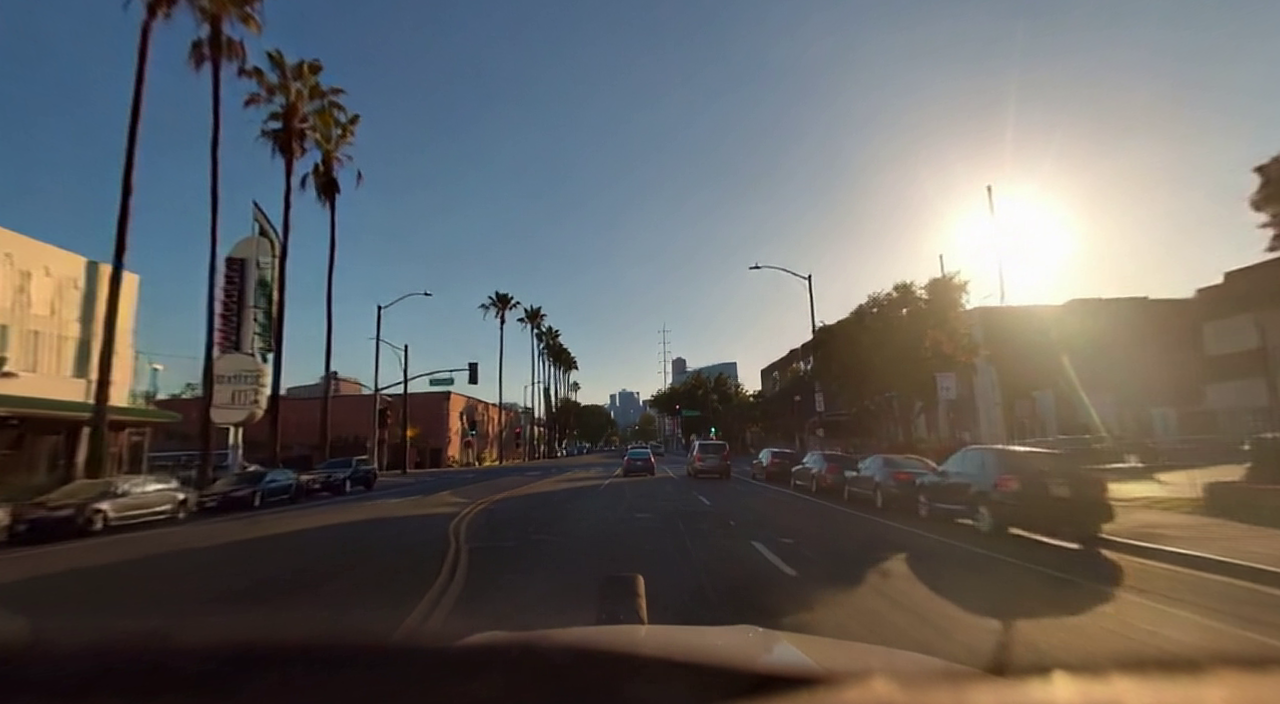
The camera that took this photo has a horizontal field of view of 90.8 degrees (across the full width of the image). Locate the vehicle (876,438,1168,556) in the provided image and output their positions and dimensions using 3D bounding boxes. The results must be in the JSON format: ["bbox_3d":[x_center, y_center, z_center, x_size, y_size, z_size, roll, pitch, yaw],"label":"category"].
[{"bbox_3d":[6.365,2.426,11.475,2.174,1.643,4.860,0,-8,-1],"label":"vehicle"}]

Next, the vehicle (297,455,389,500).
[{"bbox_3d":[-12.525,5.358,26.956,1.949,1.682,4.094,-2,-11,0],"label":"vehicle"}]

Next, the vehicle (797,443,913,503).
[{"bbox_3d":[6.519,3.685,19.758,2.157,1.640,4.228,0,-8,0],"label":"vehicle"}]

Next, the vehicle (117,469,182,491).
[{"bbox_3d":[-36.262,9.491,46.751,3.505,1.276,1.652,2,-6,6],"label":"vehicle"}]

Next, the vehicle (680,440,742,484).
[{"bbox_3d":[2.927,4.621,26.925,2.003,1.702,4.288,0,-8,-2],"label":"vehicle"}]

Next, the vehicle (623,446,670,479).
[{"bbox_3d":[0.258,5.240,30.205,2.088,1.452,3.993,0,-8,0],"label":"vehicle"}]

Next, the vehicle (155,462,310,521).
[{"bbox_3d":[-12.339,4.251,19.544,1.978,1.501,4.355,-3,-11,-2],"label":"vehicle"}]
